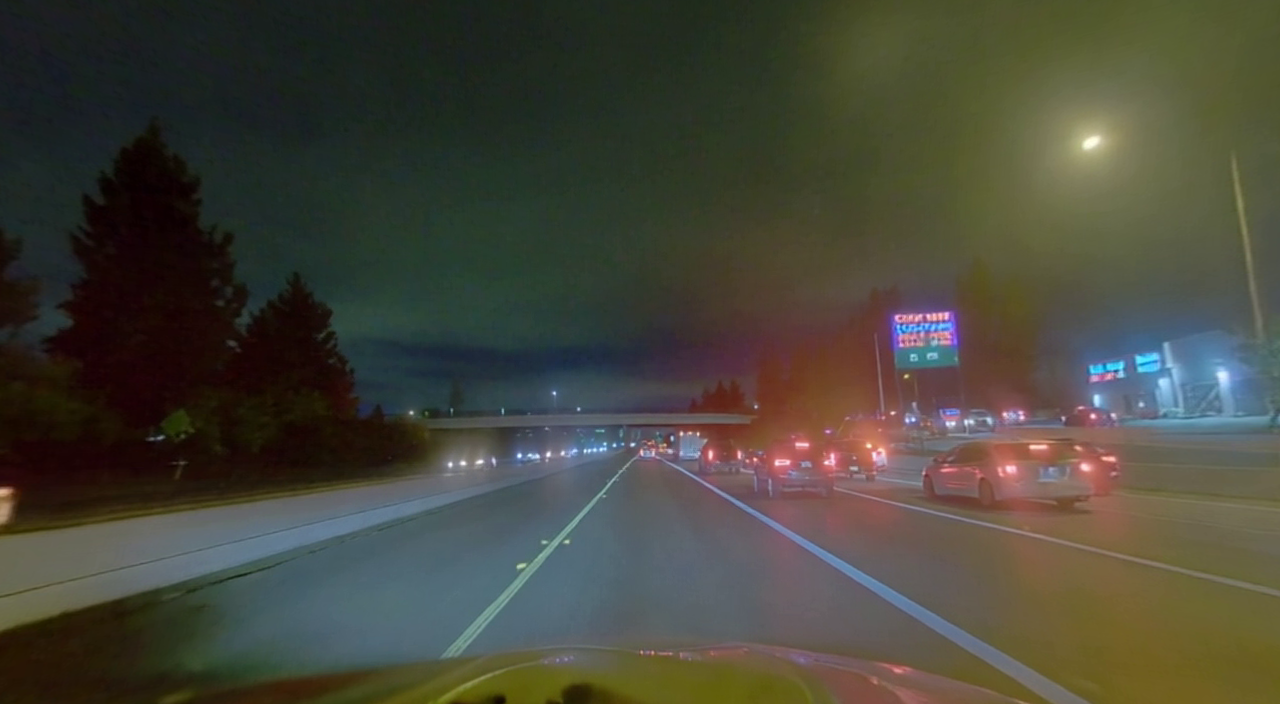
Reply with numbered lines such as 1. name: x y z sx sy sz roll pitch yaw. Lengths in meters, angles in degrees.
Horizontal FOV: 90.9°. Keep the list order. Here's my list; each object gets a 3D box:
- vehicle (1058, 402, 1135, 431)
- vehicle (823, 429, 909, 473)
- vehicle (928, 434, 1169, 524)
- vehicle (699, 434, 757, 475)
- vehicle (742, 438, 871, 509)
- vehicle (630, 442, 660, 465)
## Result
1. vehicle: 33.083 4.760 45.906 2.131 1.840 4.870 -1 -8 4
2. vehicle: 11.158 4.948 31.694 2.193 2.025 5.606 0 -8 0
3. vehicle: 7.792 2.424 12.678 1.919 1.476 4.303 0 -8 -1
4. vehicle: 4.286 5.068 31.408 2.086 1.858 4.737 0 -8 -1
5. vehicle: 3.858 2.892 15.537 1.902 1.481 4.451 0 -8 -1
6. vehicle: 0.368 7.613 47.609 2.124 1.639 4.122 0 -8 0
